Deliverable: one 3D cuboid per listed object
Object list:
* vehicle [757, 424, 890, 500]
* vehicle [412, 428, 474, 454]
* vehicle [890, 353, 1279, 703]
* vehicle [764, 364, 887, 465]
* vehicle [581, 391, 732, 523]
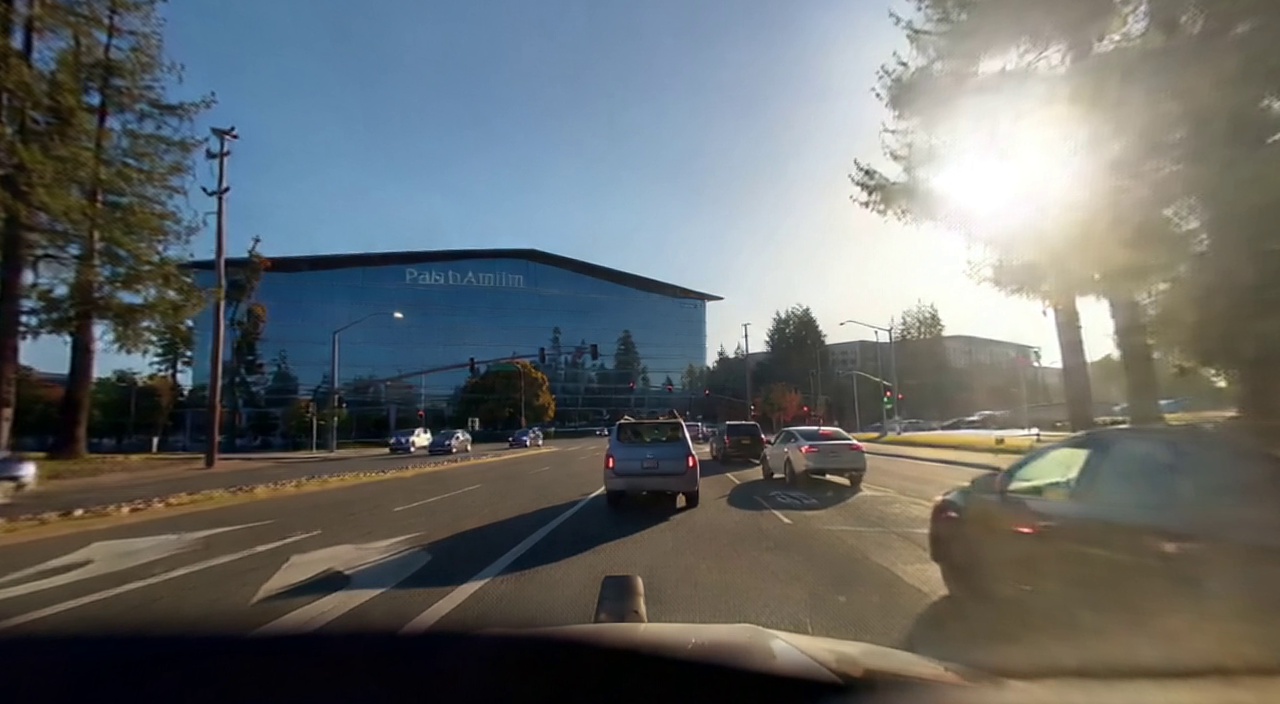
[{"bbox_3d":[3.931,2.446,14.257,1.862,1.451,4.083,0,-9,1],"label":"vehicle"},{"bbox_3d":[-14.018,6.392,44.995,2.018,1.715,4.451,-3,-9,17],"label":"vehicle"},{"bbox_3d":[3.259,1.013,3.646,2.109,1.500,4.585,-1,-9,5],"label":"vehicle"},{"bbox_3d":[8.104,3.097,29.082,2.965,3.900,9.064,0,-9,1],"label":"vehicle"},{"bbox_3d":[0.400,1.858,11.458,2.188,1.892,4.488,-1,-9,4],"label":"vehicle"}]
